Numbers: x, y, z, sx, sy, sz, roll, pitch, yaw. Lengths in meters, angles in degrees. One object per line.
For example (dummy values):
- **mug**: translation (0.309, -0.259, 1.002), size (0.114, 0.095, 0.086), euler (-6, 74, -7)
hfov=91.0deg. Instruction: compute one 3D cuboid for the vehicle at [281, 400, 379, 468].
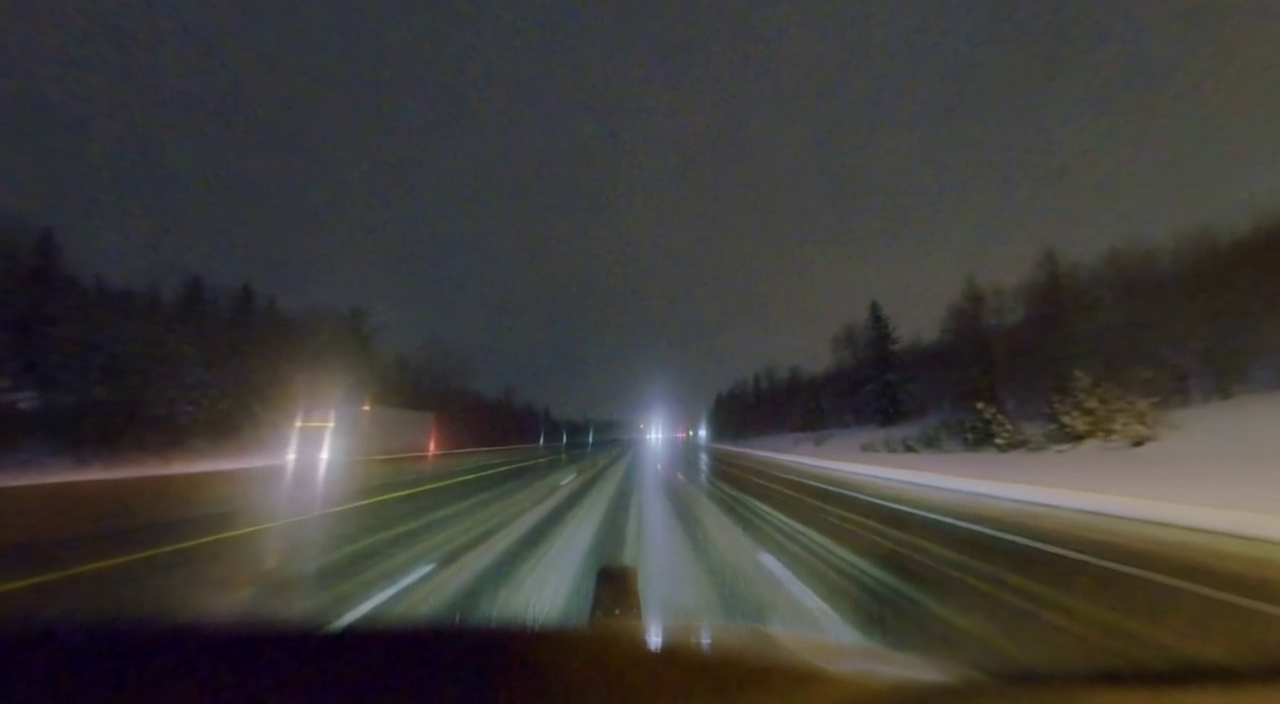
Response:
- **vehicle**: translation (-19.721, 5.286, 40.538), size (3.081, 3.974, 6.075), euler (0, -8, 1)
